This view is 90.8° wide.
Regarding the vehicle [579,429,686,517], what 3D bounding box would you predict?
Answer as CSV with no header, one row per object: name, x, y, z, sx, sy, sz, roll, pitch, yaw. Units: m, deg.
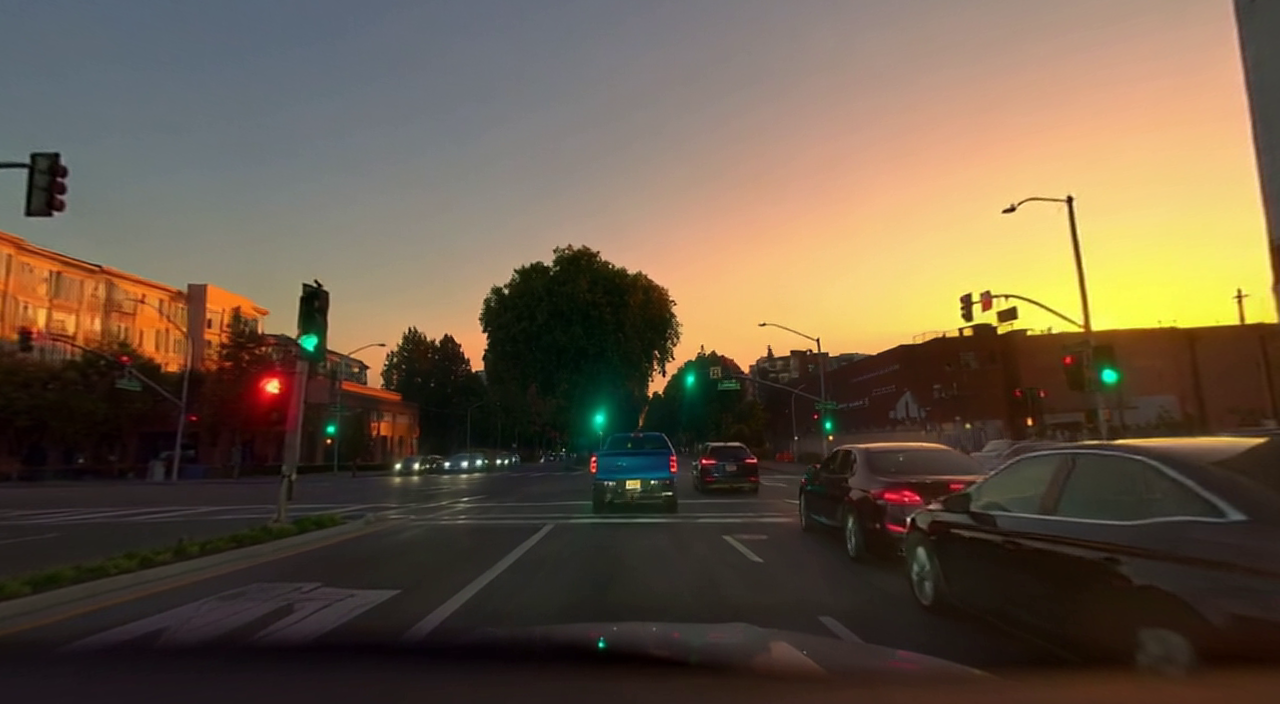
vehicle,-0.227,2.995,16.206,2.344,1.883,4.572,0,-8,-2

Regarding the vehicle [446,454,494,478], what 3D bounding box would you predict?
vehicle,-11.776,7.916,44.112,1.989,1.459,4.667,0,-8,0

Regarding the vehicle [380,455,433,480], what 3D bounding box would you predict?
vehicle,-15.841,7.851,43.090,1.915,1.491,4.347,0,-8,0

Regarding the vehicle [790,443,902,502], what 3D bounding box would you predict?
vehicle,6.418,3.781,20.305,2.002,1.651,4.305,0,-8,-2

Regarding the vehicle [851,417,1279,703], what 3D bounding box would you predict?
vehicle,3.208,1.251,4.148,2.057,1.463,4.365,0,-8,-1

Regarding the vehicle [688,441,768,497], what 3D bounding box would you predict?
vehicle,2.957,4.054,22.310,2.013,1.742,4.424,0,-8,-2
